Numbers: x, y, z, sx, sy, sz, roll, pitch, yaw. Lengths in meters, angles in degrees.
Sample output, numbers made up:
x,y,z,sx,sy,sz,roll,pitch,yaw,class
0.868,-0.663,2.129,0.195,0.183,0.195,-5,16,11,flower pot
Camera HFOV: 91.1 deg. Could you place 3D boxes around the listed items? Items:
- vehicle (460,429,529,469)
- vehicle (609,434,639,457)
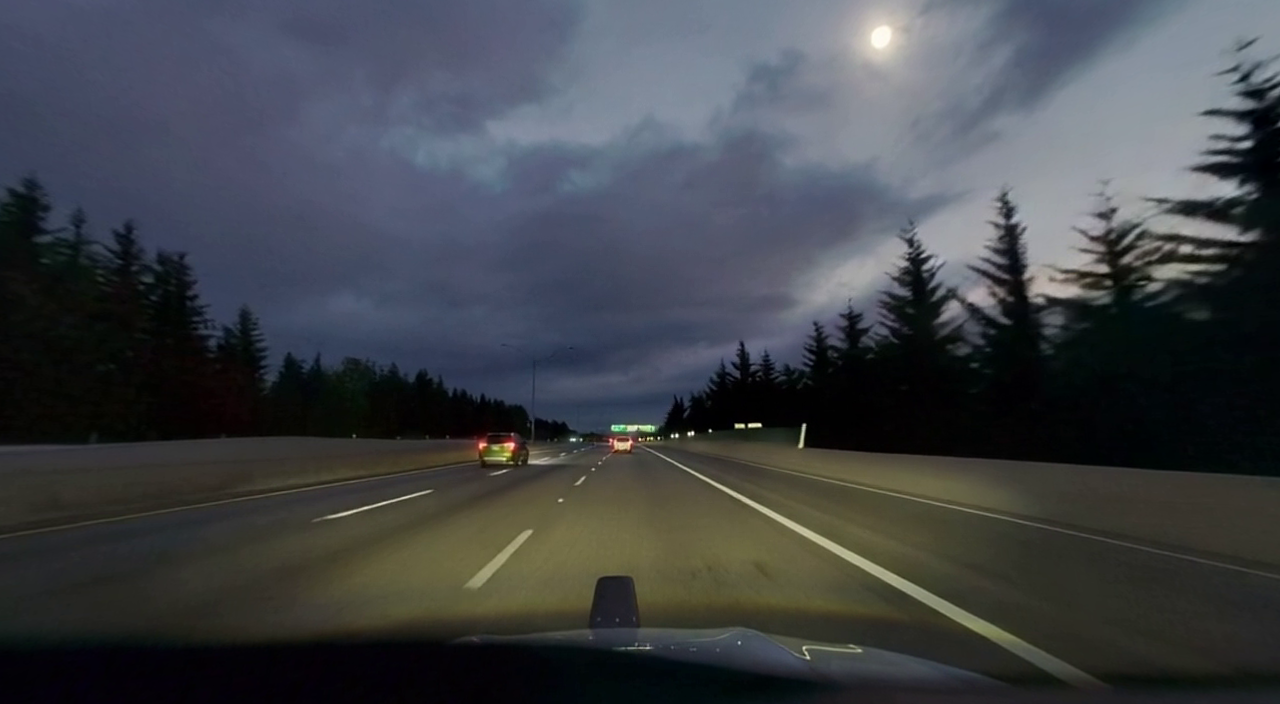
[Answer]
x,y,z,sx,sy,sz,roll,pitch,yaw,class
-6.588,4.430,28.990,2.111,1.689,4.505,0,-8,0,vehicle
-1.089,6.527,44.085,2.010,1.534,4.013,0,-8,-1,vehicle
